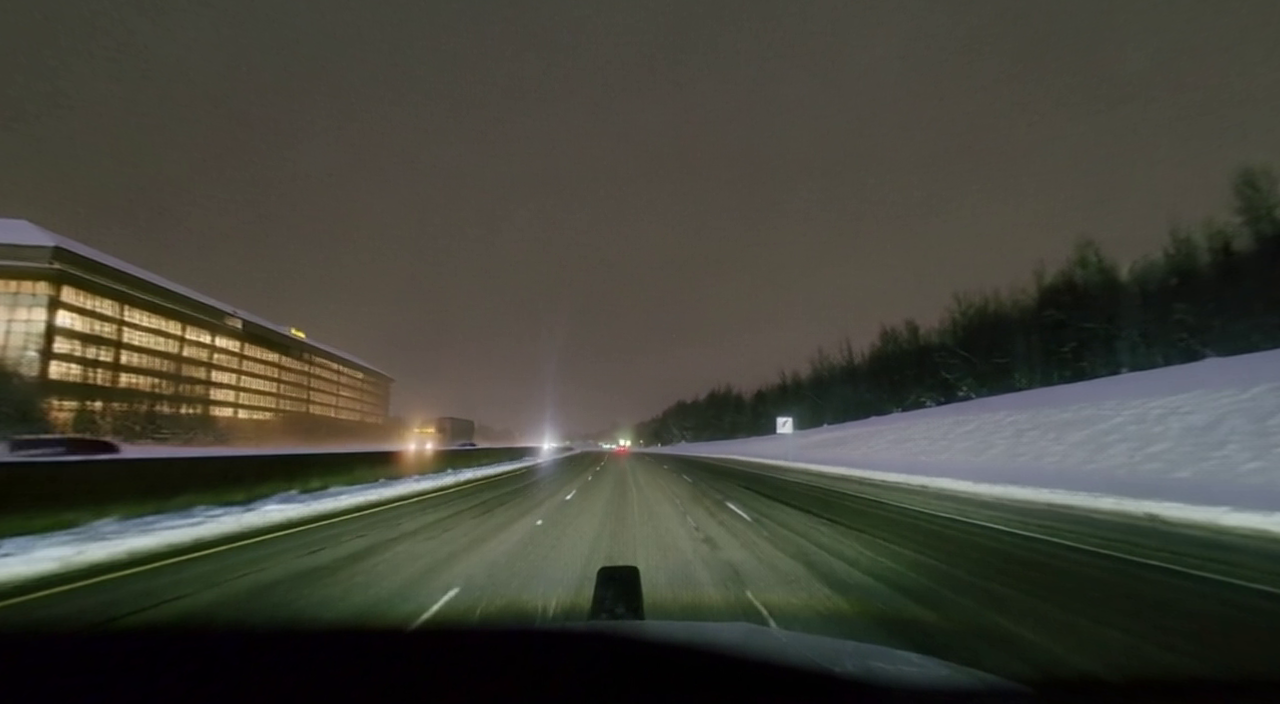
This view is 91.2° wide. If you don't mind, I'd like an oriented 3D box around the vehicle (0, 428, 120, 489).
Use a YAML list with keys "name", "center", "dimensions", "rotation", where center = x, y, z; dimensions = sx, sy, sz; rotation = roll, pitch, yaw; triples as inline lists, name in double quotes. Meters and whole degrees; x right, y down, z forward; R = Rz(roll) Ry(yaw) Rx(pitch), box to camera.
- name: "vehicle"
  center: [-16.812, 2.831, 16.723]
  dimensions: [1.933, 1.510, 4.591]
  rotation: [0, -9, -1]

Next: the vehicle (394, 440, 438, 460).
- name: "vehicle"
  center: [-17.543, 7.711, 49.261]
  dimensions: [1.893, 1.503, 4.324]
  rotation: [0, -9, -1]

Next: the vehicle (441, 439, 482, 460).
- name: "vehicle"
  center: [-13.460, 7.431, 47.600]
  dimensions: [1.863, 1.521, 4.277]
  rotation: [0, -9, 0]
